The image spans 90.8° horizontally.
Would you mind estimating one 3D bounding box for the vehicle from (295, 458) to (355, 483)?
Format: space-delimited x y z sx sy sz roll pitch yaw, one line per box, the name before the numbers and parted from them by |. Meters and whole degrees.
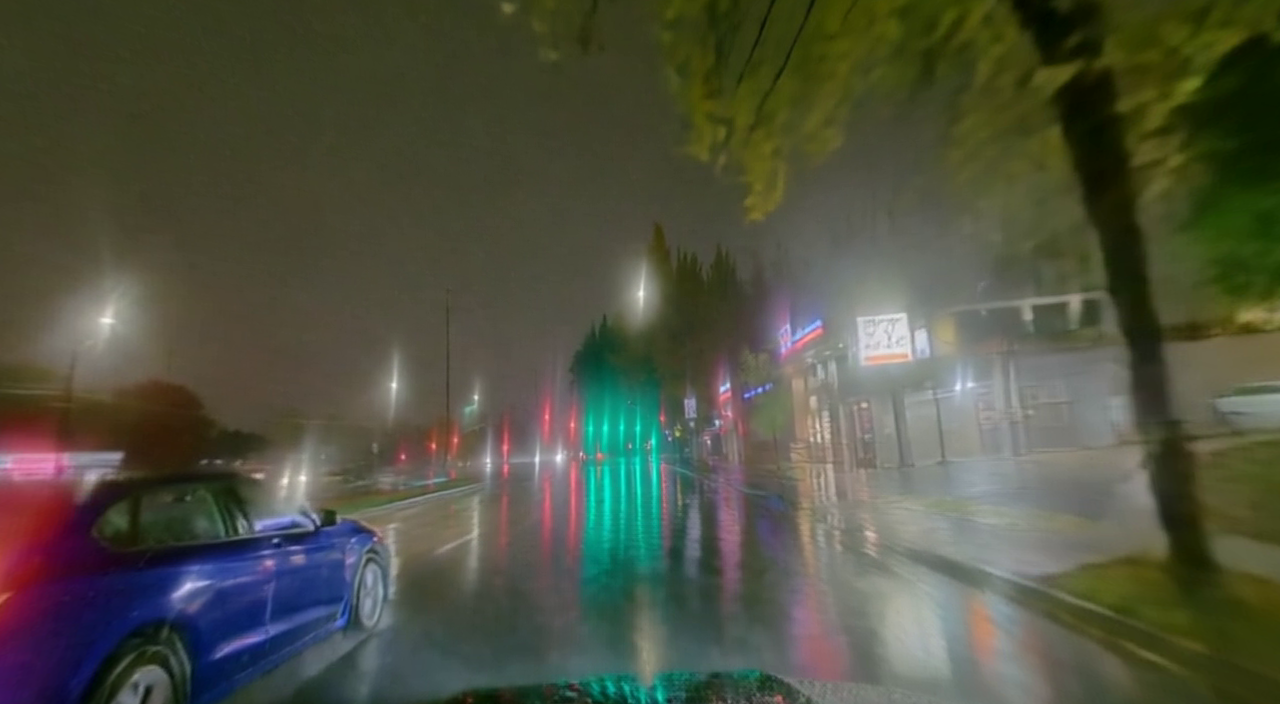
vehicle | -22.746 8.556 45.828 2.127 1.538 4.558 0 -8 -1
